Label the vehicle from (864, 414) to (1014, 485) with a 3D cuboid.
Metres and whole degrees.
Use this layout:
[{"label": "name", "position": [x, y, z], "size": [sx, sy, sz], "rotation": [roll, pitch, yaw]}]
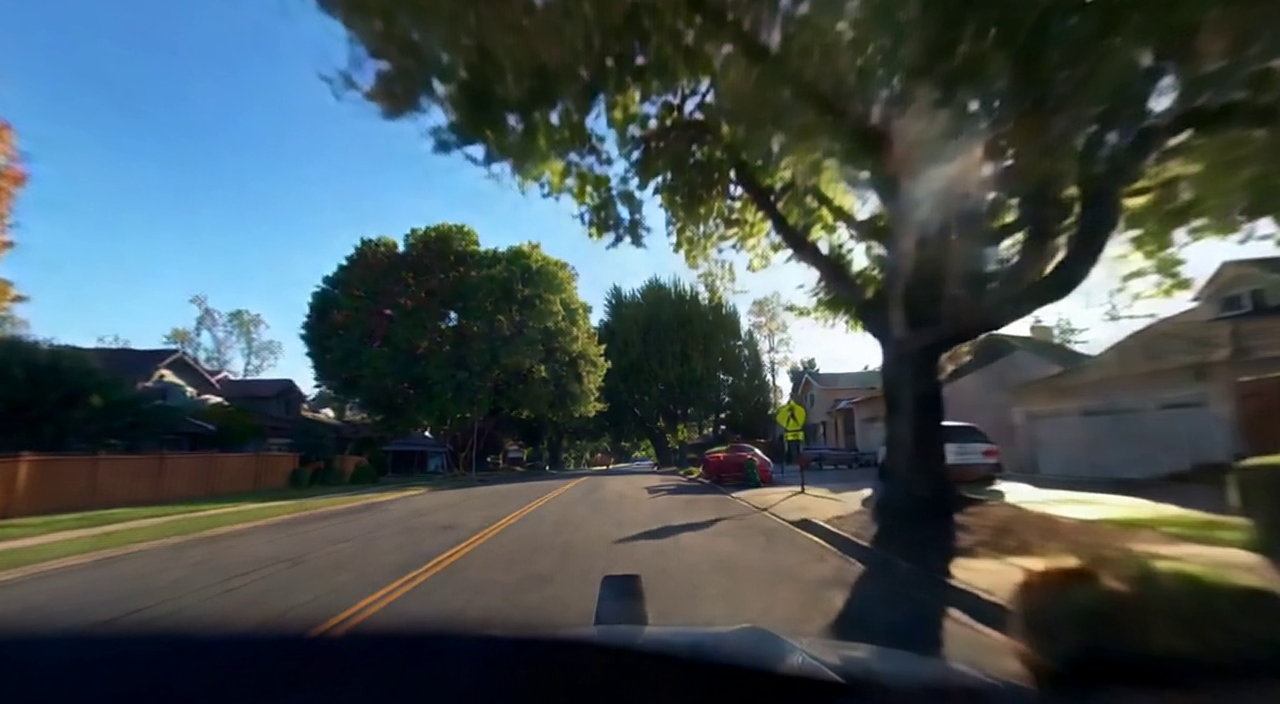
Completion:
[{"label": "vehicle", "position": [9.771, 3.282, 21.435], "size": [2.335, 2.028, 6.172], "rotation": [0, -9, 3]}]
